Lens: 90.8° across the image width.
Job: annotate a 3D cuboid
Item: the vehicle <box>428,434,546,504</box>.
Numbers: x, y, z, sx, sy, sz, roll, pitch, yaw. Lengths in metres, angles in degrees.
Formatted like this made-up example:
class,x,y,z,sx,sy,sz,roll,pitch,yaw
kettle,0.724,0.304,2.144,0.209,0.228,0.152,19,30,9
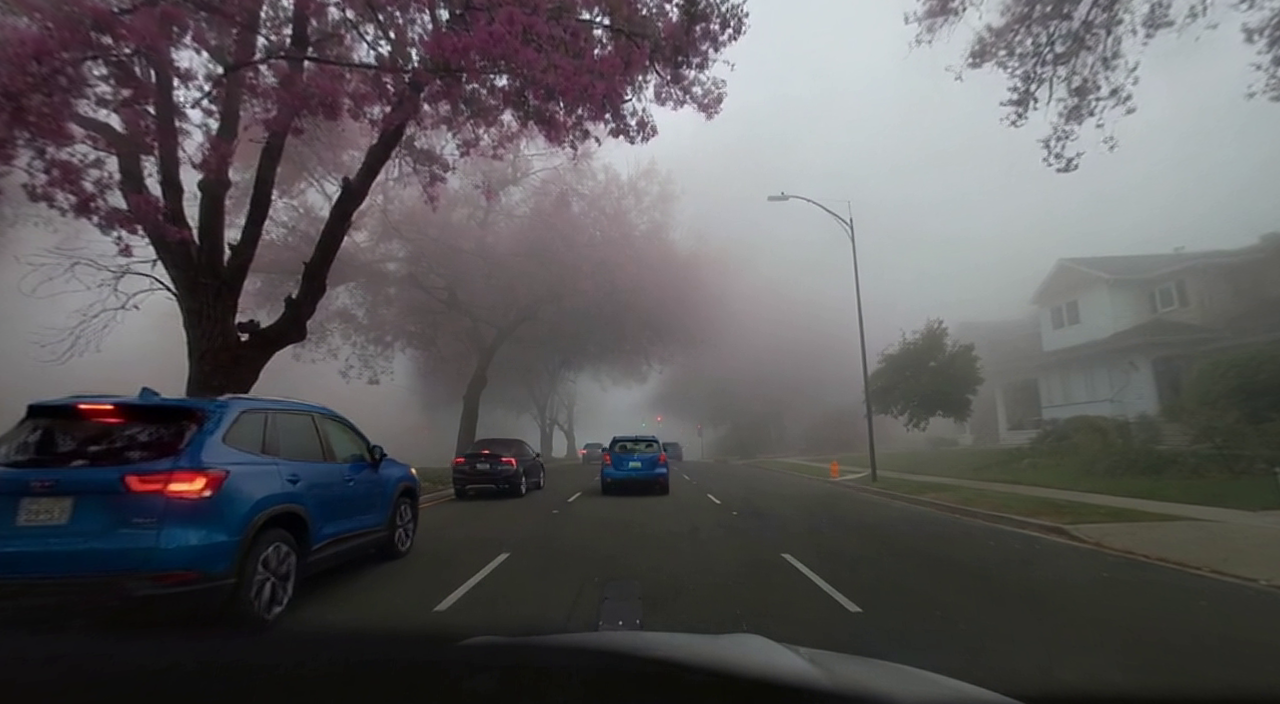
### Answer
class,x,y,z,sx,sy,sz,roll,pitch,yaw
vehicle,-3.766,2.941,16.328,2.066,1.565,3.905,0,-8,0

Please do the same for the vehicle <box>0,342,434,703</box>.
class,x,y,z,sx,sy,sz,roll,pitch,yaw
vehicle,-3.700,1.245,5.752,2.161,1.919,4.798,0,-8,-2

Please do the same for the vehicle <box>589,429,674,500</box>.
class,x,y,z,sx,sy,sz,roll,pitch,yaw
vehicle,-0.200,2.935,16.820,1.997,1.636,3.760,0,-8,0

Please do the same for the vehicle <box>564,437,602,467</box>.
class,x,y,z,sx,sy,sz,roll,pitch,yaw
vehicle,-3.581,6.422,40.635,2.080,1.780,4.879,0,-8,-1
